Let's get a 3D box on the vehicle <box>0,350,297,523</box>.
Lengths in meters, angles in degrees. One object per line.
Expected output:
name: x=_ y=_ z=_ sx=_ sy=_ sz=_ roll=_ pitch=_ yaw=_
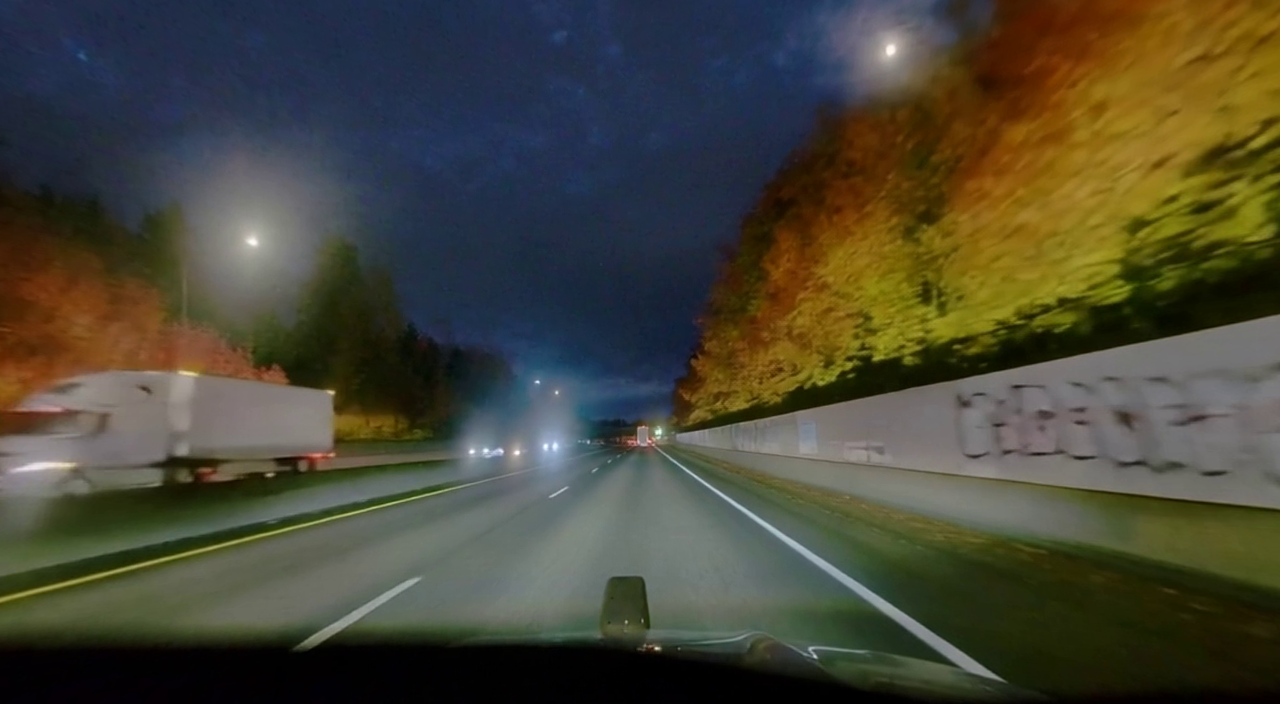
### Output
vehicle: x=-14.689 y=2.556 z=18.927 sx=2.975 sy=3.820 sz=9.856 roll=0 pitch=-8 yaw=1
